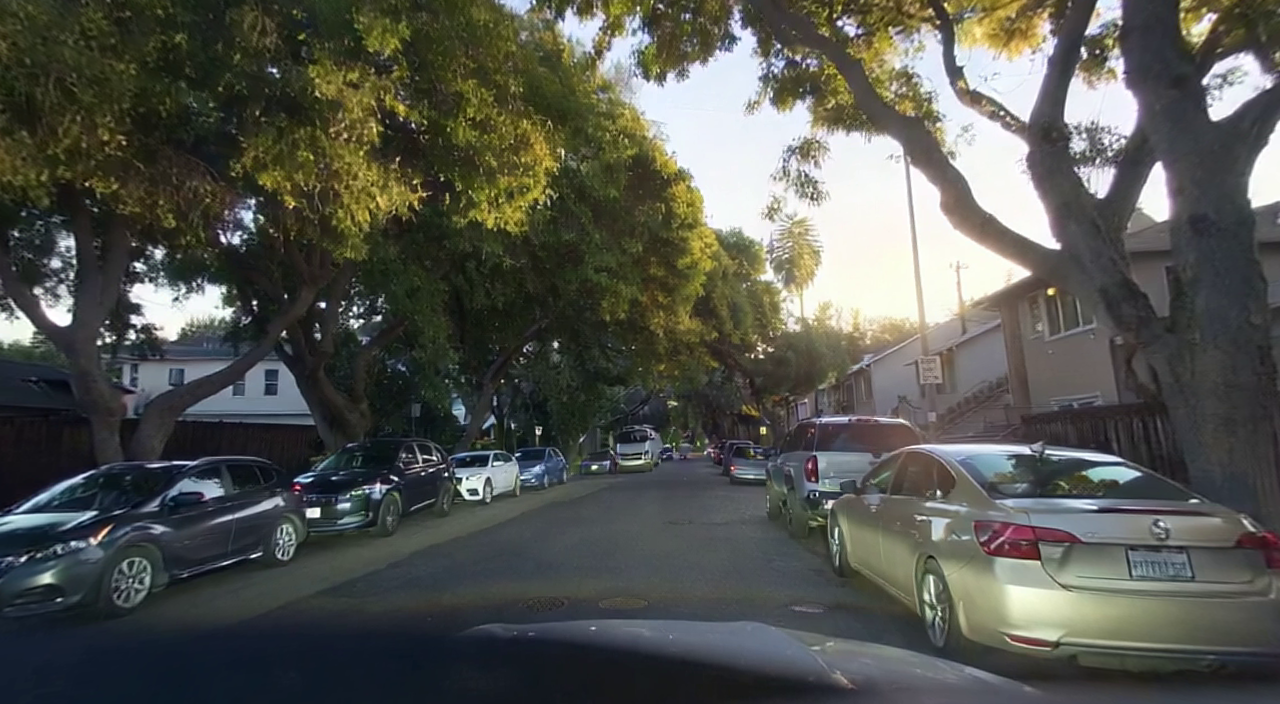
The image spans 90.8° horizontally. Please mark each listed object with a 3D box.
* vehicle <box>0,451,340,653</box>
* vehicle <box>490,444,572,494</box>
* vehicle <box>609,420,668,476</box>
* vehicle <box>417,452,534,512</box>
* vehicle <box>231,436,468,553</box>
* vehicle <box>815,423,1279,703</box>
[{"bbox_3d":[-5.533,1.919,7.239,1.855,1.510,4.406,0,-8,3],"label":"vehicle"},{"bbox_3d":[-4.270,4.669,25.774,2.002,1.781,5.380,-1,-8,4],"label":"vehicle"},{"bbox_3d":[0.064,5.537,36.401,2.716,2.887,6.781,-1,-8,5],"label":"vehicle"},{"bbox_3d":[-4.658,3.723,18.701,1.861,1.474,4.749,-1,-8,5],"label":"vehicle"},{"bbox_3d":[-5.277,2.617,12.501,2.203,1.815,4.972,0,-8,1],"label":"vehicle"},{"bbox_3d":[2.922,1.370,4.969,1.992,1.456,4.610,0,-8,3],"label":"vehicle"}]
